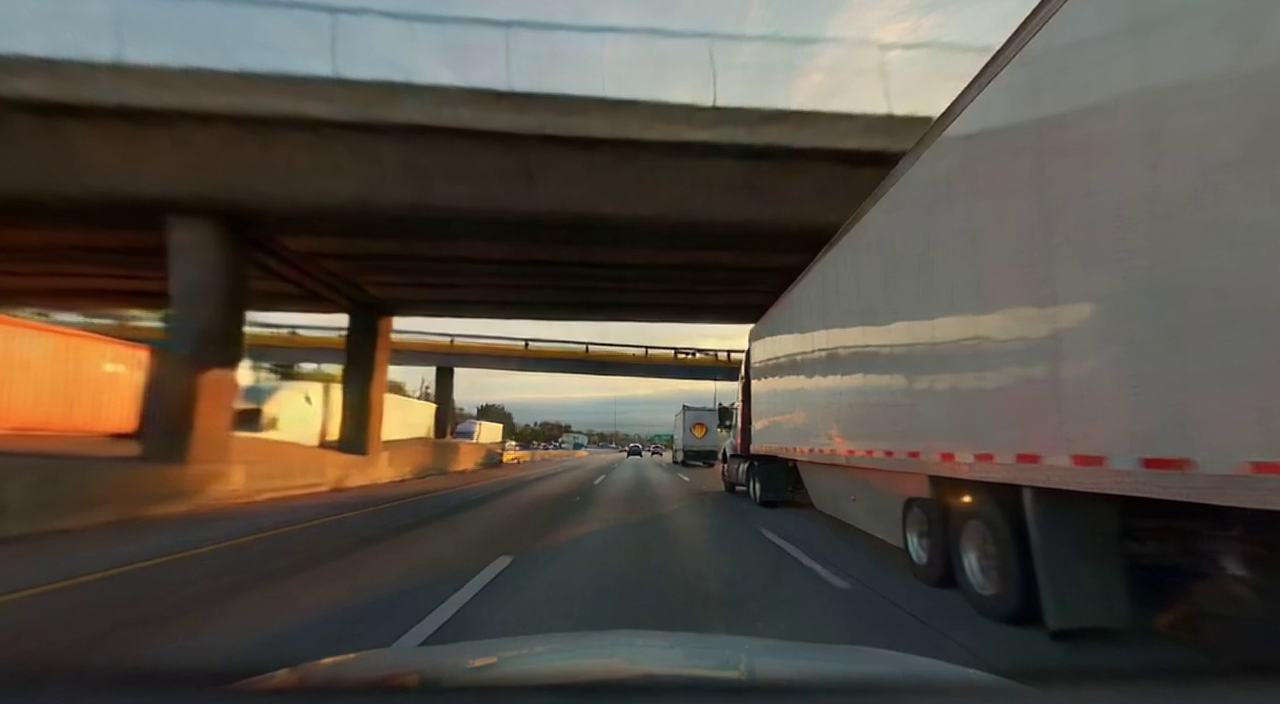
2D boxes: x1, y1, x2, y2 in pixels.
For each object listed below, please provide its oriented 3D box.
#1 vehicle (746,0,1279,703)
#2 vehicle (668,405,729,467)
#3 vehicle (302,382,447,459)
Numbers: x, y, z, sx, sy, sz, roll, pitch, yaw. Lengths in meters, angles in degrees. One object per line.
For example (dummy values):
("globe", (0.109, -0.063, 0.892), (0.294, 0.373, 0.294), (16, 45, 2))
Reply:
("vehicle", (4.019, 0.463, 7.825), (2.922, 3.987, 14.038), (0, -9, 0))
("vehicle", (4.116, 6.563, 48.211), (2.881, 3.995, 14.382), (0, -9, -2))
("vehicle", (-15.913, 4.617, 39.758), (2.918, 3.945, 14.545), (0, -9, 0))
